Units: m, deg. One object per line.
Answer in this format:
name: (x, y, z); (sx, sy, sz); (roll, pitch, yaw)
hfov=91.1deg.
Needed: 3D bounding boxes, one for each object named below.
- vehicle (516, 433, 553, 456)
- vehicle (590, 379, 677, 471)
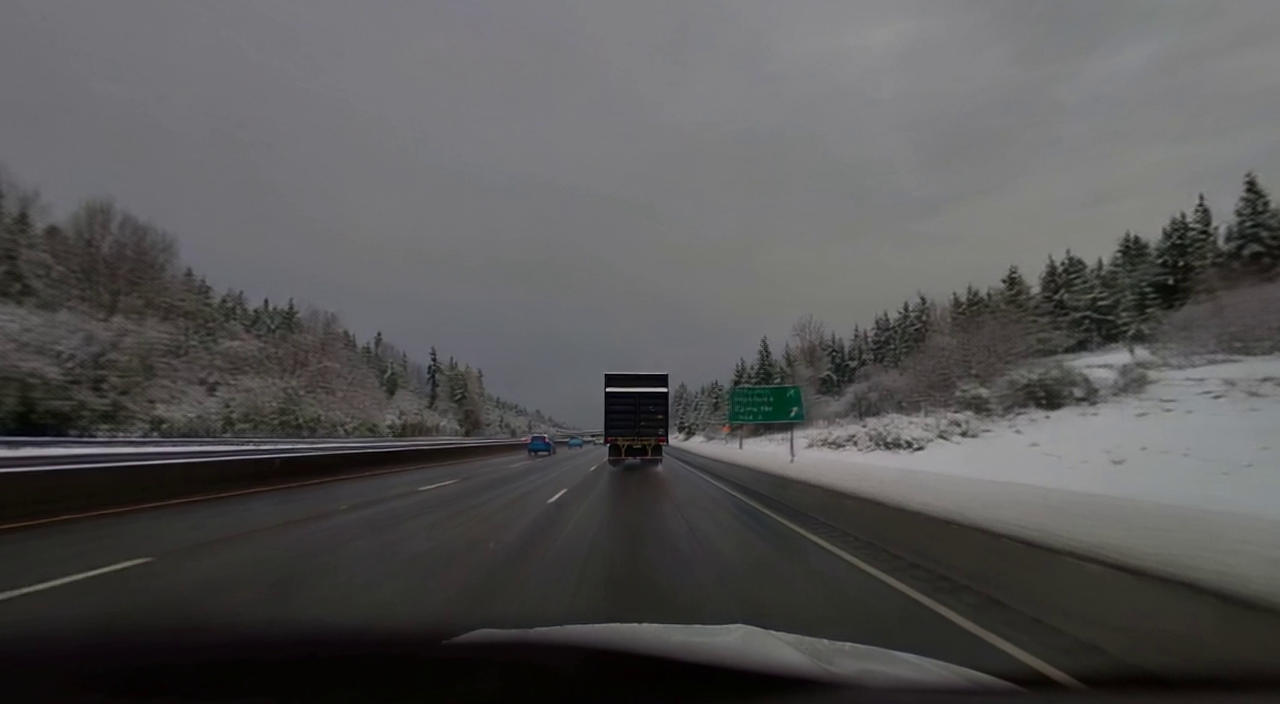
vehicle: (-7.153, 6.317, 42.945); (1.856, 1.479, 3.710); (0, -8, 0)
vehicle: (-0.347, 3.660, 30.687); (3.033, 3.223, 14.836); (4, -7, 0)
